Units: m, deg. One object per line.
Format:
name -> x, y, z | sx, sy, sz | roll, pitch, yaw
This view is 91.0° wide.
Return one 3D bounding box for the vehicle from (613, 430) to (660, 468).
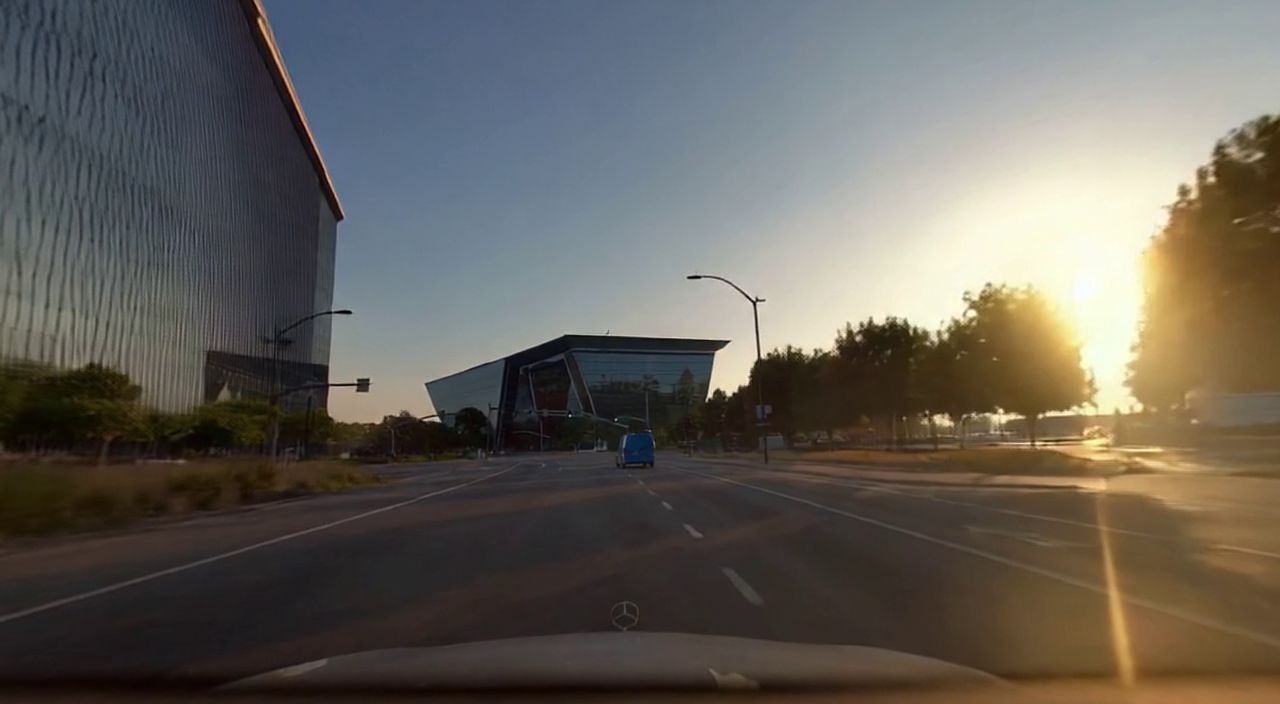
vehicle -> -0.285, 6.298, 40.974 | 2.339, 2.244, 4.817 | 1, -9, -9
